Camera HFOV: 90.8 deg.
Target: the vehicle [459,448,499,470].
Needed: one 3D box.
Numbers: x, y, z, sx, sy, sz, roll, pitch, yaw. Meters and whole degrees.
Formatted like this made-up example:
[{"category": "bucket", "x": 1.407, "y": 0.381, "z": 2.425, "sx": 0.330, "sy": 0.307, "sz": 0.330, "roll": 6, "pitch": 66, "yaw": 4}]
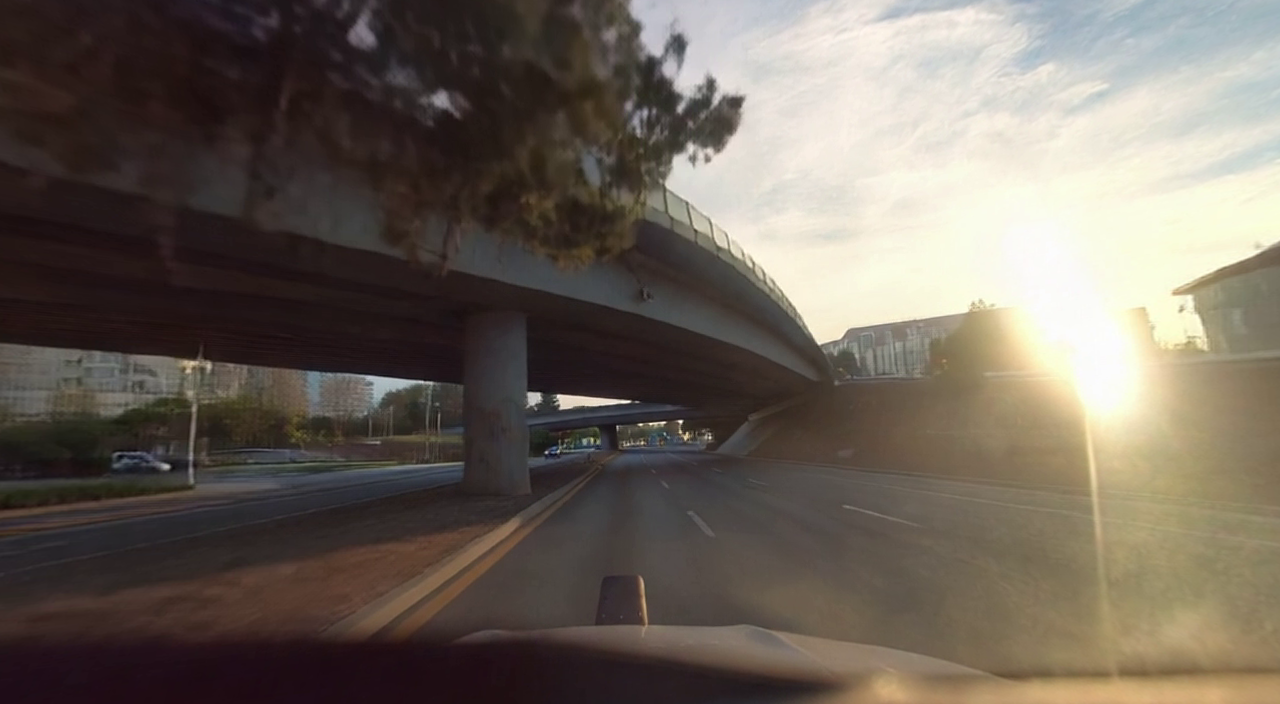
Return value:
[{"category": "vehicle", "x": -12.360, "y": 8.260, "z": 48.855, "sx": 1.932, "sy": 1.615, "sz": 4.235, "roll": 0, "pitch": -9, "yaw": 0}]
